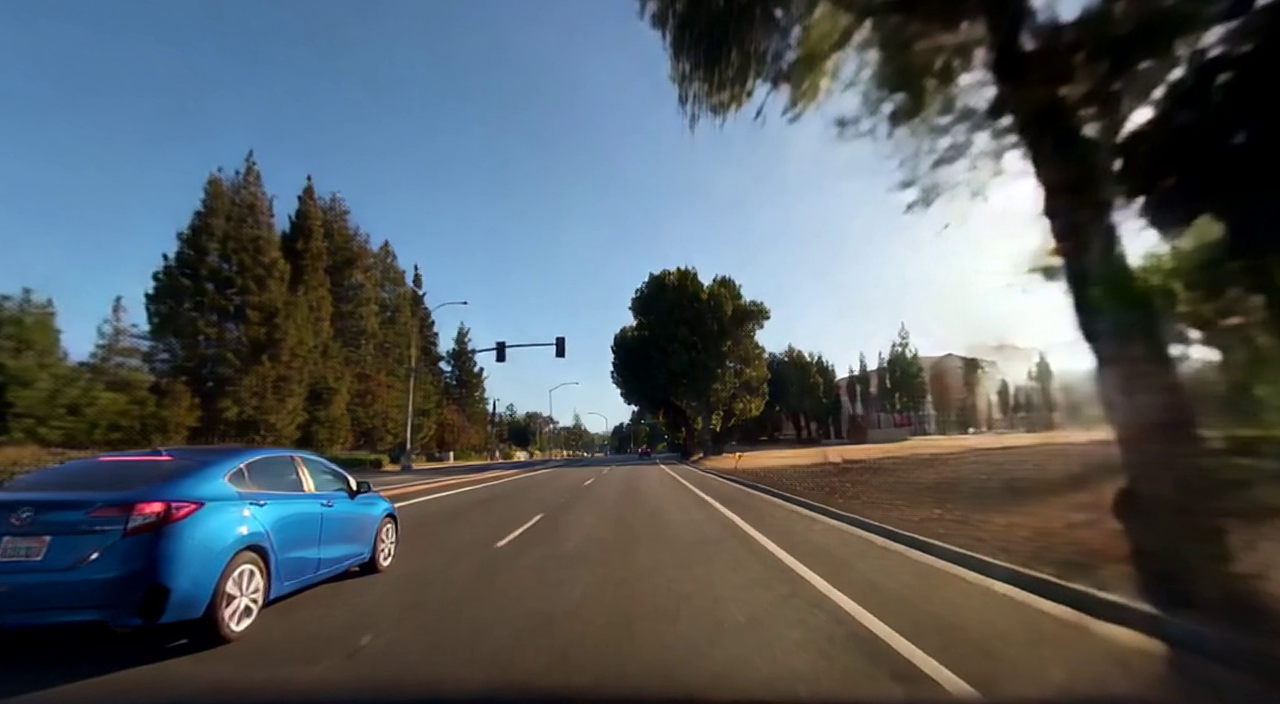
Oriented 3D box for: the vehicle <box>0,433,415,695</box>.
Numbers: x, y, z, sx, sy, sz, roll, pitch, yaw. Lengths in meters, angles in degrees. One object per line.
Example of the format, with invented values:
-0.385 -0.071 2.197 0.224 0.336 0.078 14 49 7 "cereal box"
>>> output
-3.779 1.492 5.660 1.946 1.437 4.154 0 -8 1 "vehicle"
